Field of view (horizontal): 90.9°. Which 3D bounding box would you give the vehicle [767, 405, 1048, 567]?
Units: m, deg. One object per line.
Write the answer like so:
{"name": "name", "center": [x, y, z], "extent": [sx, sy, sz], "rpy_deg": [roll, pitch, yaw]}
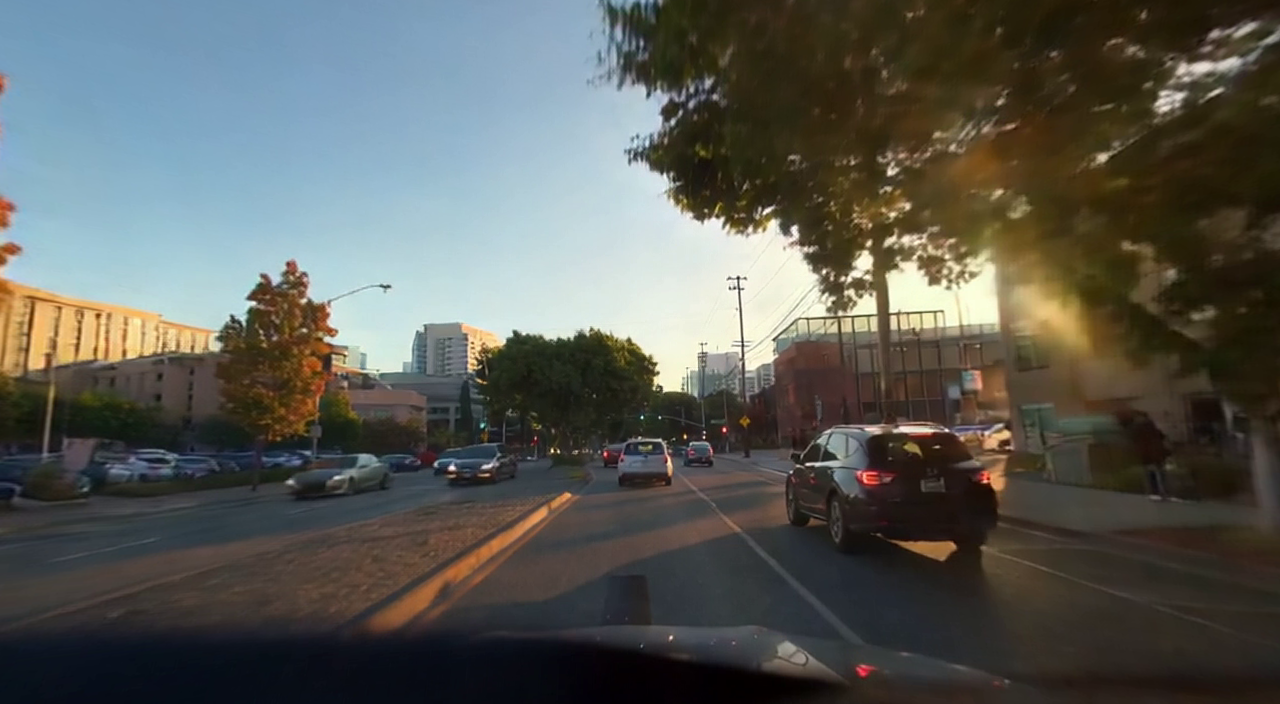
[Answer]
{"name": "vehicle", "center": [3.340, 1.778, 9.093], "extent": [2.024, 1.711, 4.512], "rpy_deg": [0, -8, 0]}

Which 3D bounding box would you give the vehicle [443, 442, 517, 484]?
{"name": "vehicle", "center": [-6.762, 4.717, 27.211], "extent": [2.008, 1.638, 4.552], "rpy_deg": [0, -8, 0]}

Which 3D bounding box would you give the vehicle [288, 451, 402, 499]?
{"name": "vehicle", "center": [-10.527, 4.396, 22.925], "extent": [1.967, 1.494, 4.483], "rpy_deg": [0, -9, 0]}

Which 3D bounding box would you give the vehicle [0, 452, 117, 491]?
{"name": "vehicle", "center": [-22.865, 4.485, 23.904], "extent": [4.046, 1.394, 2.134], "rpy_deg": [0, -9, -2]}

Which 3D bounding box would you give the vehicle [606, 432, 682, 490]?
{"name": "vehicle", "center": [0.114, 3.496, 20.498], "extent": [2.200, 1.653, 4.127], "rpy_deg": [0, -8, 0]}

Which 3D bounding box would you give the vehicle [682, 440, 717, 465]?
{"name": "vehicle", "center": [3.819, 6.521, 40.978], "extent": [1.880, 1.503, 4.130], "rpy_deg": [0, -9, 0]}
